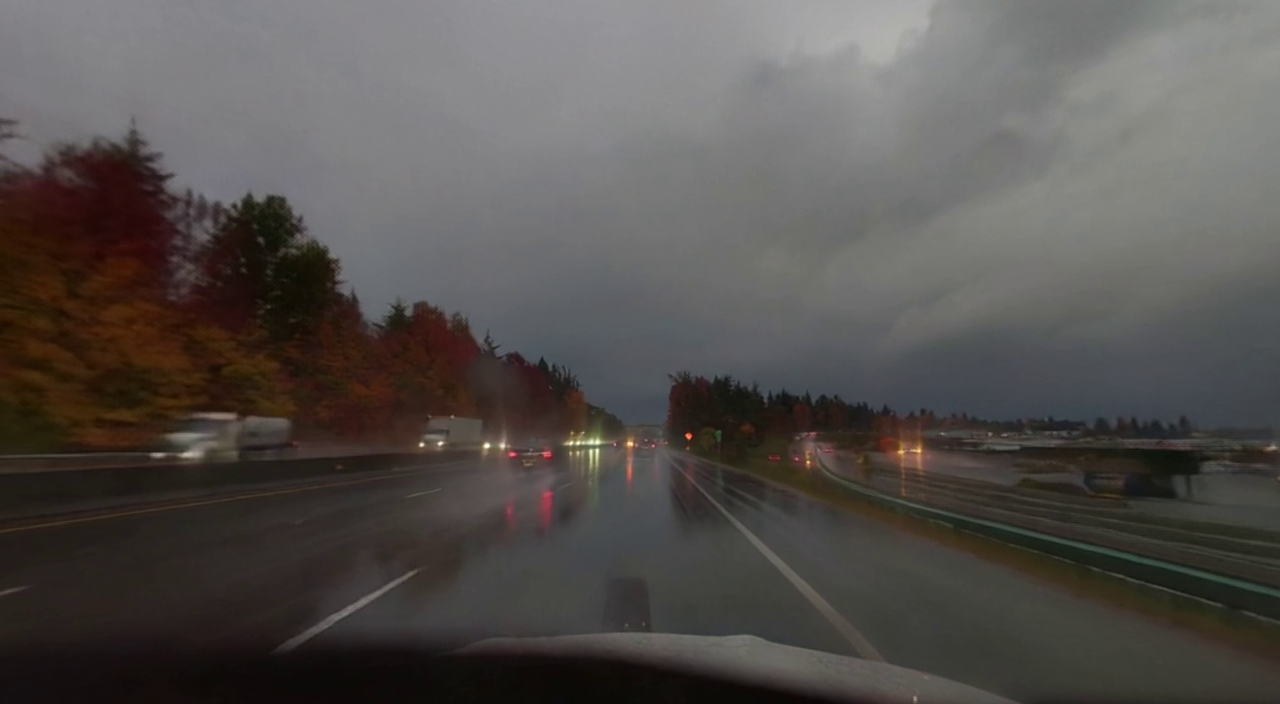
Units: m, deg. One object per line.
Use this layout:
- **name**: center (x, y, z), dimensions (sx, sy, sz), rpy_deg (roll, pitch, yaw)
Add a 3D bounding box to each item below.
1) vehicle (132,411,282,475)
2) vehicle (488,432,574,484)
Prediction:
- **vehicle**: center (-22.573, 4.820, 33.426), dimensions (2.594, 2.987, 7.320), rpy_deg (0, -8, 1)
- **vehicle**: center (-3.757, 3.750, 22.536), dimensions (2.123, 1.643, 4.479), rpy_deg (0, -8, 2)
